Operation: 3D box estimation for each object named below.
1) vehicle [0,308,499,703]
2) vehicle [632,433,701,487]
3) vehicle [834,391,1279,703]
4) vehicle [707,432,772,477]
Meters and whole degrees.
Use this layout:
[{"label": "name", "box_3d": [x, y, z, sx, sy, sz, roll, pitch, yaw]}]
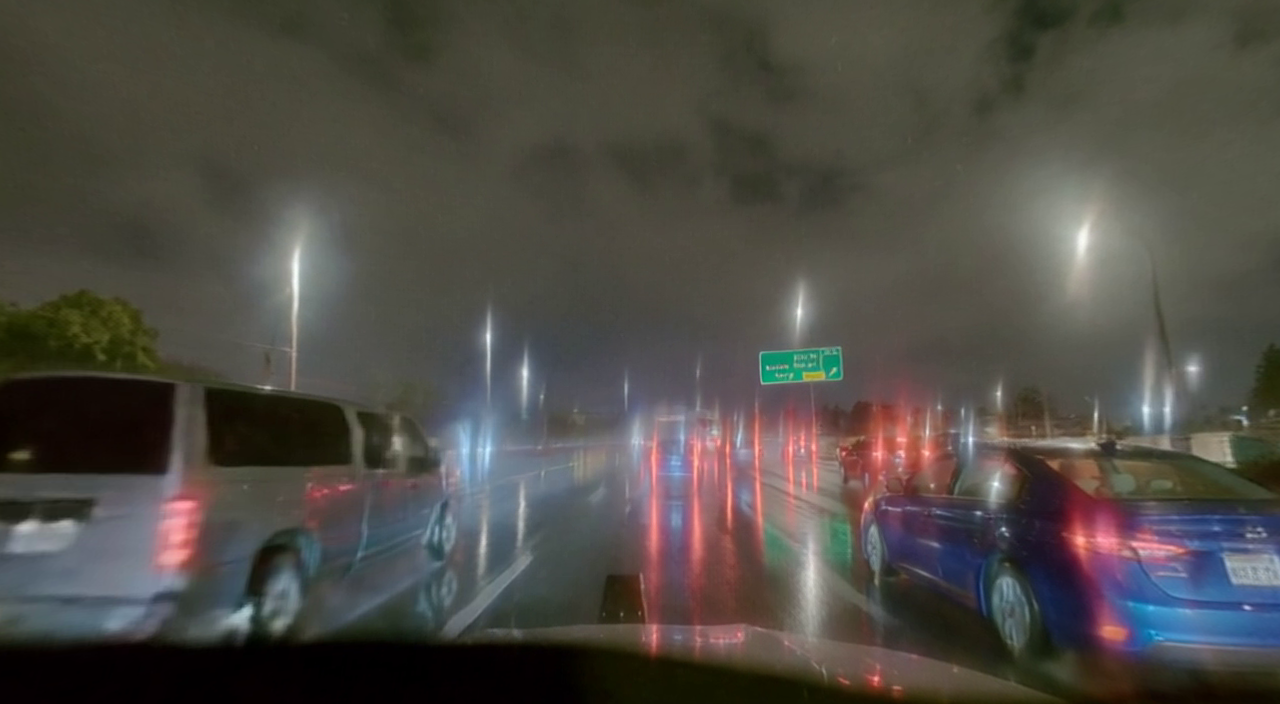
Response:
[{"label": "vehicle", "box_3d": [-3.110, 1.156, 5.620, 2.434, 1.965, 5.305, 0, -9, 0]}, {"label": "vehicle", "box_3d": [0.854, 3.554, 20.932, 2.074, 1.614, 3.803, 0, -9, 2]}, {"label": "vehicle", "box_3d": [3.087, 1.219, 4.388, 2.009, 1.489, 4.559, 0, -9, 0]}, {"label": "vehicle", "box_3d": [3.967, 4.185, 25.884, 2.076, 1.684, 4.241, 0, -9, 2]}]
